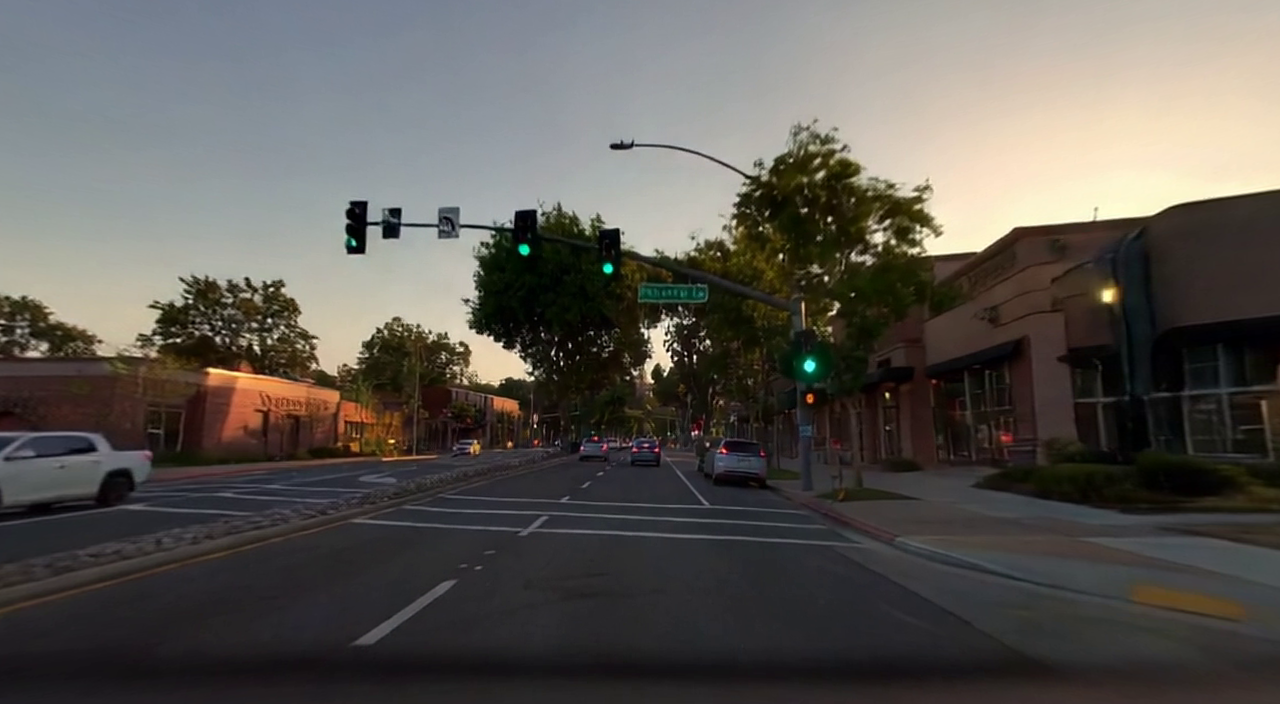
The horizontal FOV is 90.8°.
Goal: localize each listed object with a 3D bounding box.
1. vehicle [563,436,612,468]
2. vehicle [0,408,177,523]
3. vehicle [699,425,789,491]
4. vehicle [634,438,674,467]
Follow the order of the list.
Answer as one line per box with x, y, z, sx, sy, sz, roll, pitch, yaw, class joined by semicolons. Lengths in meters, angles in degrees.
-2.564;5.011;31.901;1.921;1.477;4.083;-1;-8;3;vehicle
-11.998;2.151;12.225;2.260;1.921;4.902;0;-8;1;vehicle
3.164;3.362;20.365;2.175;1.850;5.118;0;-8;2;vehicle
0.791;5.520;34.961;2.085;1.475;3.976;0;-8;2;vehicle
